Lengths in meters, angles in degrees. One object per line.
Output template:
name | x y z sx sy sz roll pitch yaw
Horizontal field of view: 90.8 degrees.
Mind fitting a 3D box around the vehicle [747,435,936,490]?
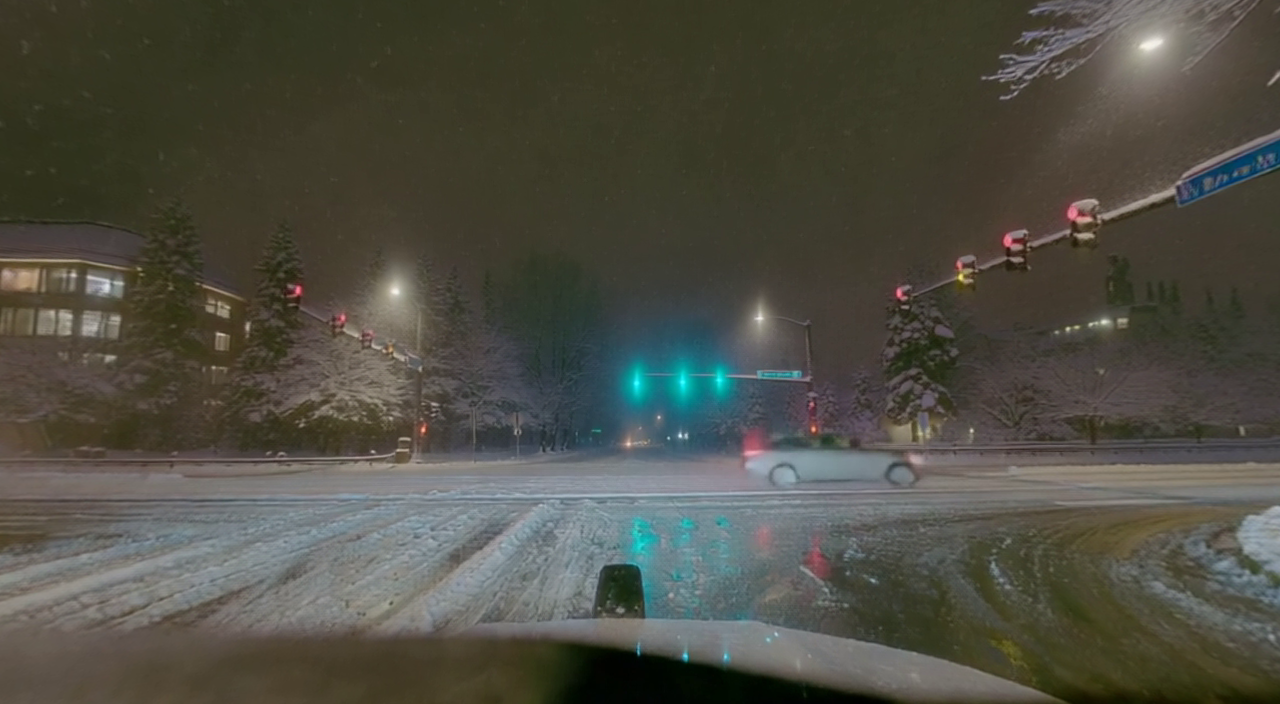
vehicle | 5.757 3.216 18.583 4.838 1.468 2.052 0 -9 1
